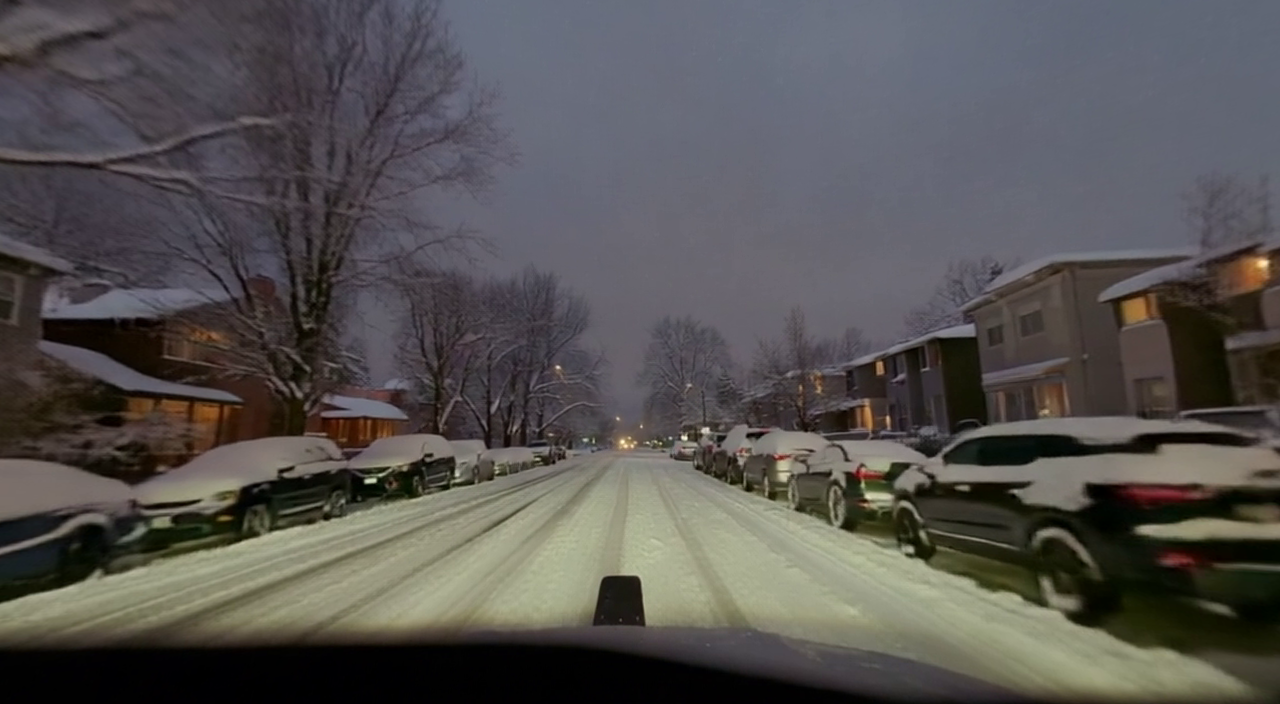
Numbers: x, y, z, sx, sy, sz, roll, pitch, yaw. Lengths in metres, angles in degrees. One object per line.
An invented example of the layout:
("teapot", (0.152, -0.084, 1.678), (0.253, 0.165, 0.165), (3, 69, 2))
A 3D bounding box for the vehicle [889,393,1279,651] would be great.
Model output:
("vehicle", (4.505, 1.483, 6.581), (1.918, 1.740, 4.415), (0, -9, -1))

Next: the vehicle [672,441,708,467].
("vehicle", (3.692, 7.602, 47.302), (2.101, 1.771, 4.747), (0, -9, -2))

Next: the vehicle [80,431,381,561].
("vehicle", (-7.084, 2.504, 11.970), (2.162, 1.846, 5.426), (0, -8, -1))

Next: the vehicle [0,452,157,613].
("vehicle", (-6.870, 1.672, 5.480), (1.828, 1.468, 4.738), (-2, -8, -3))

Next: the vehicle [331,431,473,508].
("vehicle", (-7.144, 3.580, 19.886), (2.195, 2.023, 6.055), (0, -8, -1))

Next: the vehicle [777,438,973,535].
("vehicle", (4.202, 2.465, 12.282), (1.877, 1.486, 4.713), (0, -9, -2))
